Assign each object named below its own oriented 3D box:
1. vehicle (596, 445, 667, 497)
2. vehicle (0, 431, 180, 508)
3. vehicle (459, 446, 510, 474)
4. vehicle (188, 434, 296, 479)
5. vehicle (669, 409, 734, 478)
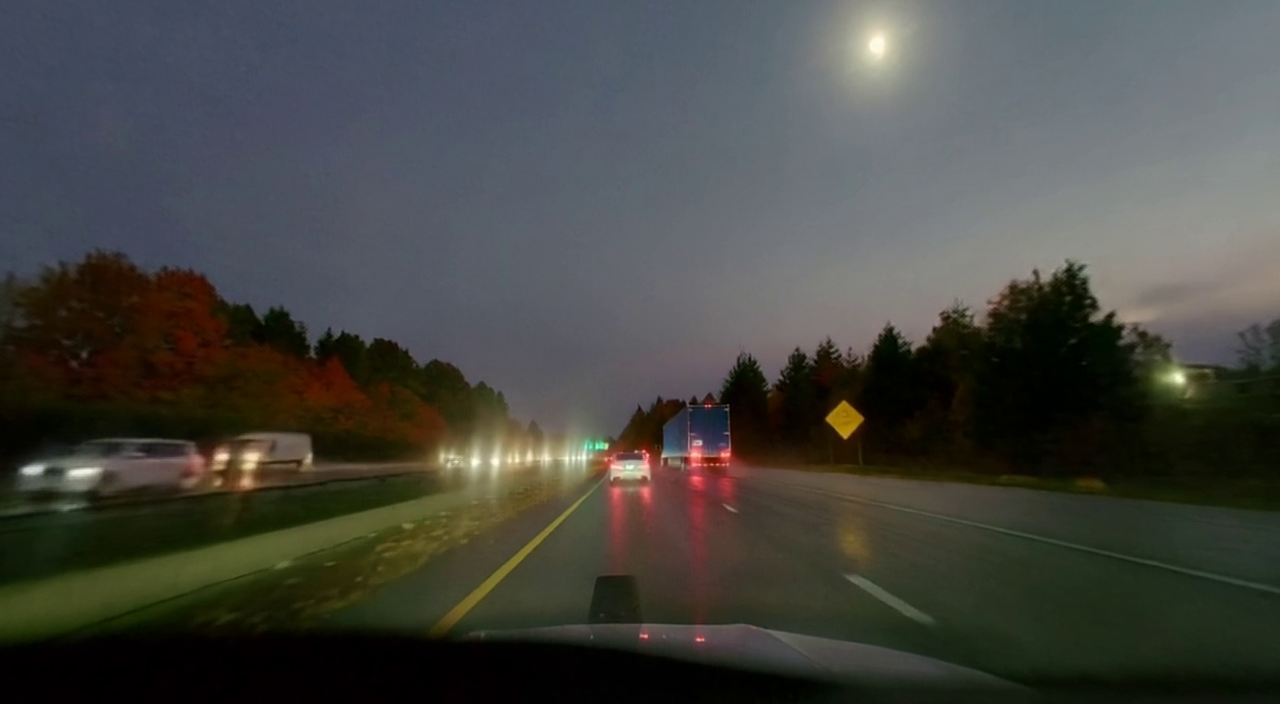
[{"bbox_3d":[-0.315,3.888,20.792,2.099,1.506,4.097,0,-9,-2],"label":"vehicle"},{"bbox_3d":[-13.544,2.721,14.830,1.953,1.544,4.444,-1,-9,-1],"label":"vehicle"},{"bbox_3d":[-9.189,6.378,37.333,1.979,1.523,4.461,0,-9,-1],"label":"vehicle"},{"bbox_3d":[-18.357,4.861,29.247,2.064,1.914,4.660,0,-9,-2],"label":"vehicle"},{"bbox_3d":[3.918,6.584,43.973,2.900,4.013,14.455,0,-10,-1],"label":"vehicle"}]
